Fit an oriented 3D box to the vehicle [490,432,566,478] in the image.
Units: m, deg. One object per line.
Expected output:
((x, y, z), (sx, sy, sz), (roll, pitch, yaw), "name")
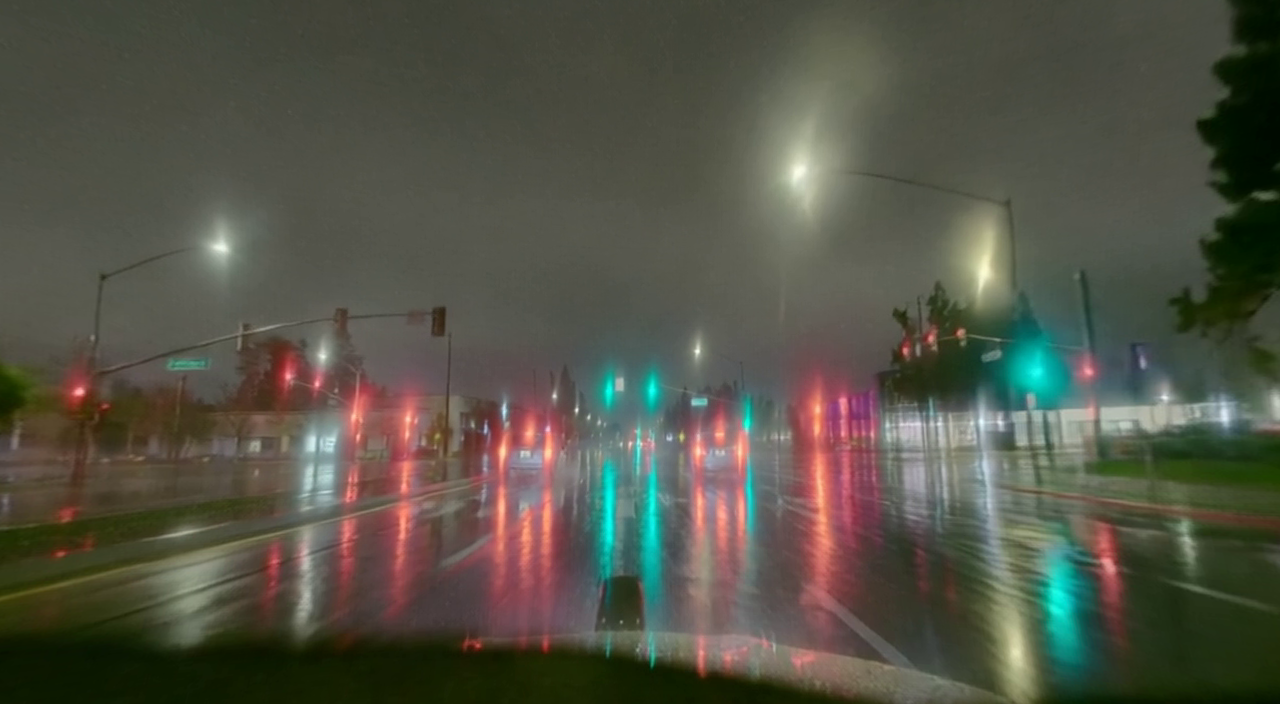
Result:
((-4.062, 3.849, 23.742), (1.973, 1.526, 4.533), (0, -9, 1), "vehicle")

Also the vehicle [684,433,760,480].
((2.875, 3.830, 23.338), (2.130, 1.524, 4.722), (0, -9, -1), "vehicle")
